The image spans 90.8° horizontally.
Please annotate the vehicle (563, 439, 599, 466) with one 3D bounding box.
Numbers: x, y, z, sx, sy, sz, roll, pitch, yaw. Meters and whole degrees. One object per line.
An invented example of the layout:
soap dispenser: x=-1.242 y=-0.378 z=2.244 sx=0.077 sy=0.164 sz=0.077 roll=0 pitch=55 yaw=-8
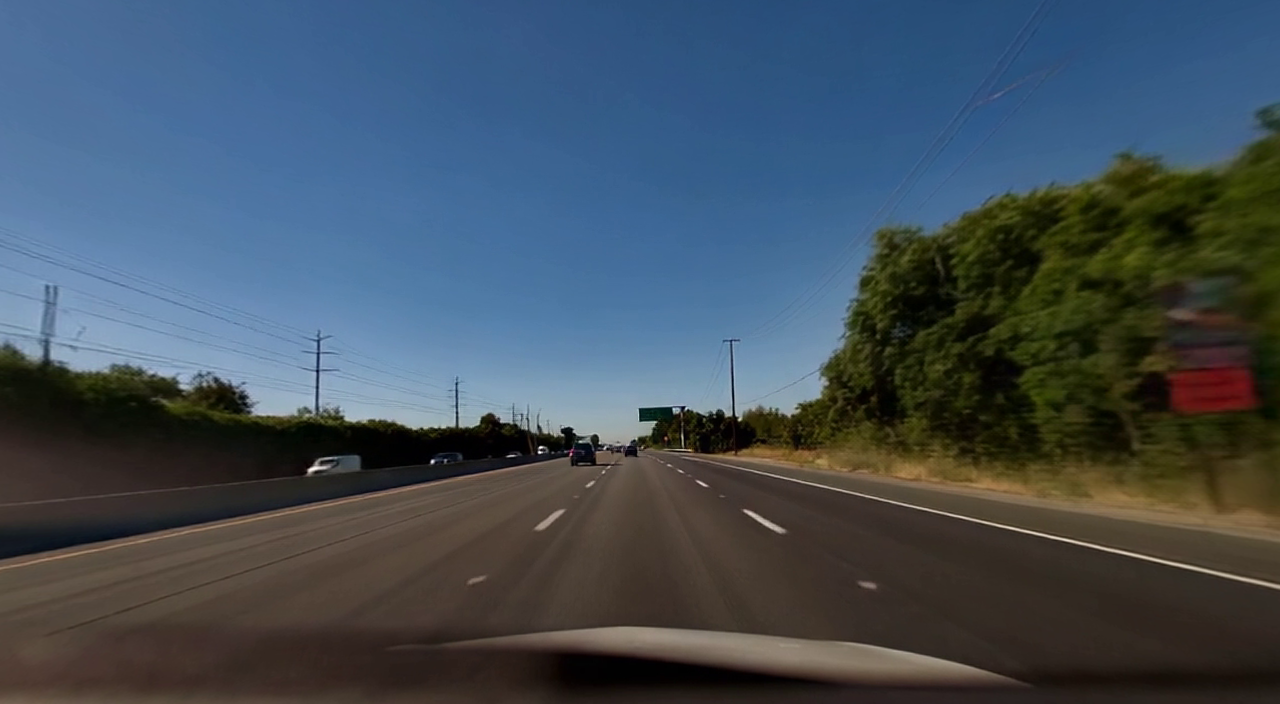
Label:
vehicle: x=-4.197 y=7.215 z=45.594 sx=2.130 sy=1.823 sz=4.761 roll=0 pitch=-8 yaw=1
